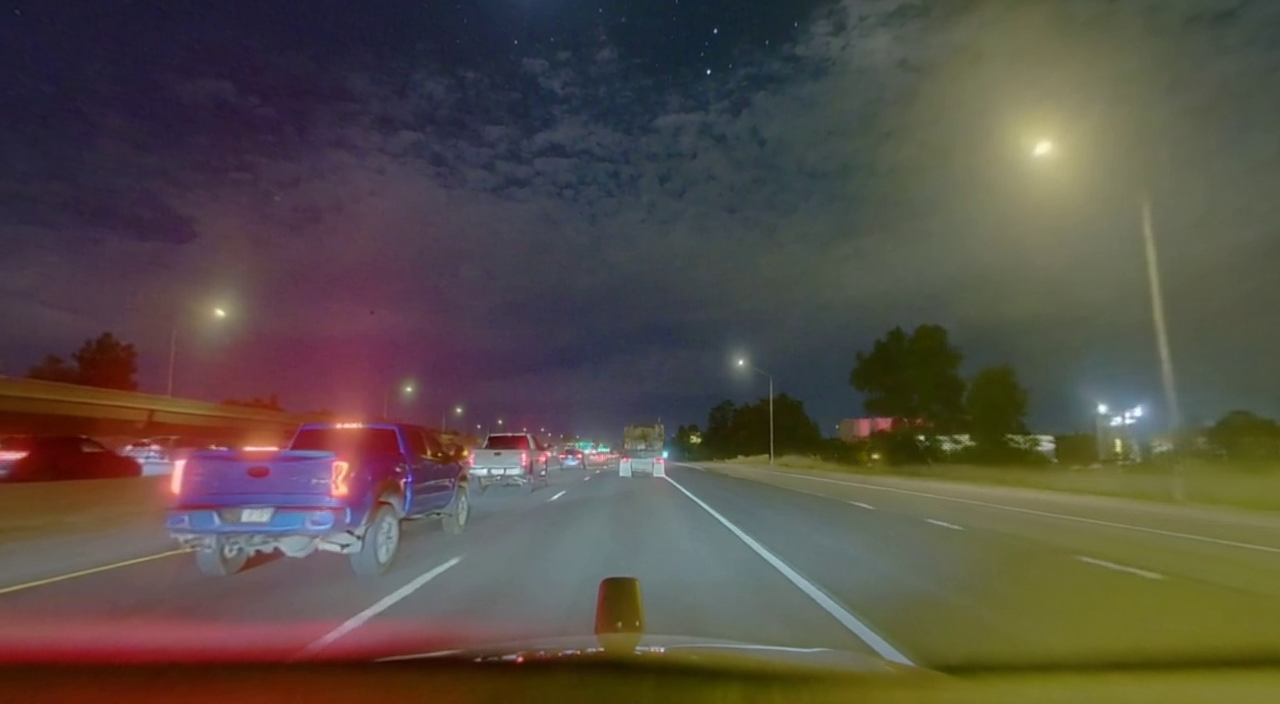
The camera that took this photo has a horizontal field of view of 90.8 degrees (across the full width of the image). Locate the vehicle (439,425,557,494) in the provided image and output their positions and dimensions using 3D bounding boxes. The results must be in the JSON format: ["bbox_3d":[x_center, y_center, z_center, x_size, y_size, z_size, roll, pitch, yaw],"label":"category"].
[{"bbox_3d":[-4.467,3.519,21.047,2.575,1.958,5.730,0,-9,0],"label":"vehicle"}]

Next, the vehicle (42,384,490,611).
[{"bbox_3d":[-3.661,1.565,7.739,2.303,1.835,5.044,-1,-9,1],"label":"vehicle"}]

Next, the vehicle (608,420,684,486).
[{"bbox_3d":[0.085,4.438,28.028,2.886,2.471,7.692,0,-9,-2],"label":"vehicle"}]
